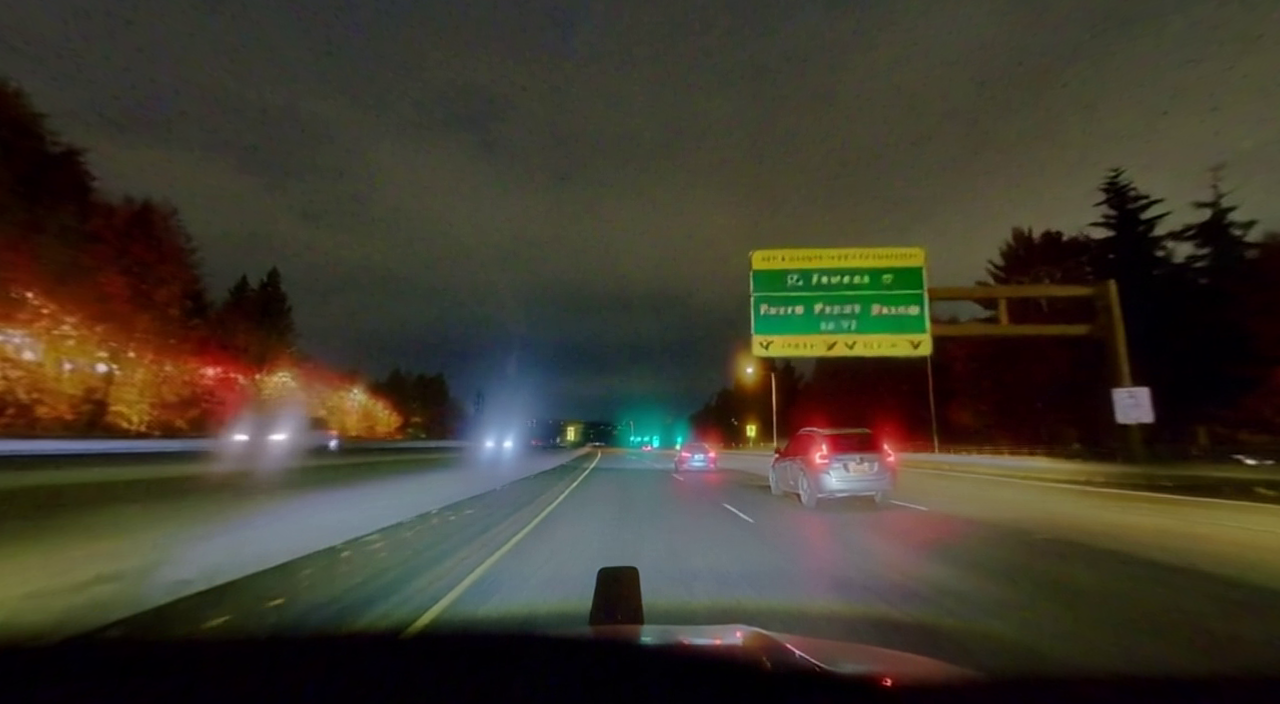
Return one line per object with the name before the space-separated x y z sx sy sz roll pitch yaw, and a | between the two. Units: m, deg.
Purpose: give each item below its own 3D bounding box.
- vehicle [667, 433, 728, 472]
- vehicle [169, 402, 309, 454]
vehicle | 2.545 4.629 28.858 2.337 1.633 4.222 0 -9 -1
vehicle | -13.209 2.610 21.041 1.921 1.550 4.249 0 -9 -1
